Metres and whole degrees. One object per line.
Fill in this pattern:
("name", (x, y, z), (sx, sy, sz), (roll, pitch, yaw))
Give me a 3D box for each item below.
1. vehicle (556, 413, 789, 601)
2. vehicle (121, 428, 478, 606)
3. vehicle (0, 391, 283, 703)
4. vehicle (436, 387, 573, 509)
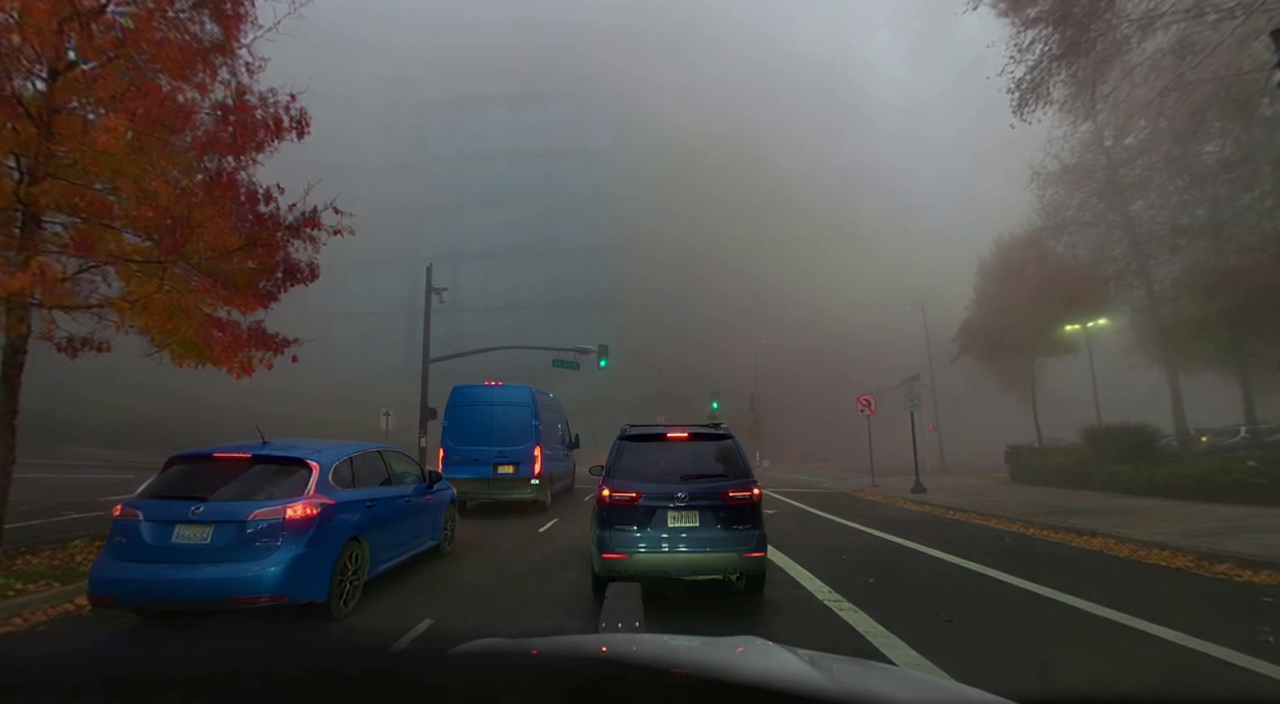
("vehicle", (0.192, 1.599, 7.212), (1.979, 1.562, 3.630), (0, -9, -3))
("vehicle", (-3.488, 1.756, 7.572), (1.955, 1.499, 4.223), (0, -9, 0))
("vehicle", (-2.907, 0.815, 1.513), (1.893, 1.491, 3.798), (0, -9, -1))
("vehicle", (-3.262, 2.537, 16.593), (2.343, 2.635, 5.684), (0, -9, 0))
